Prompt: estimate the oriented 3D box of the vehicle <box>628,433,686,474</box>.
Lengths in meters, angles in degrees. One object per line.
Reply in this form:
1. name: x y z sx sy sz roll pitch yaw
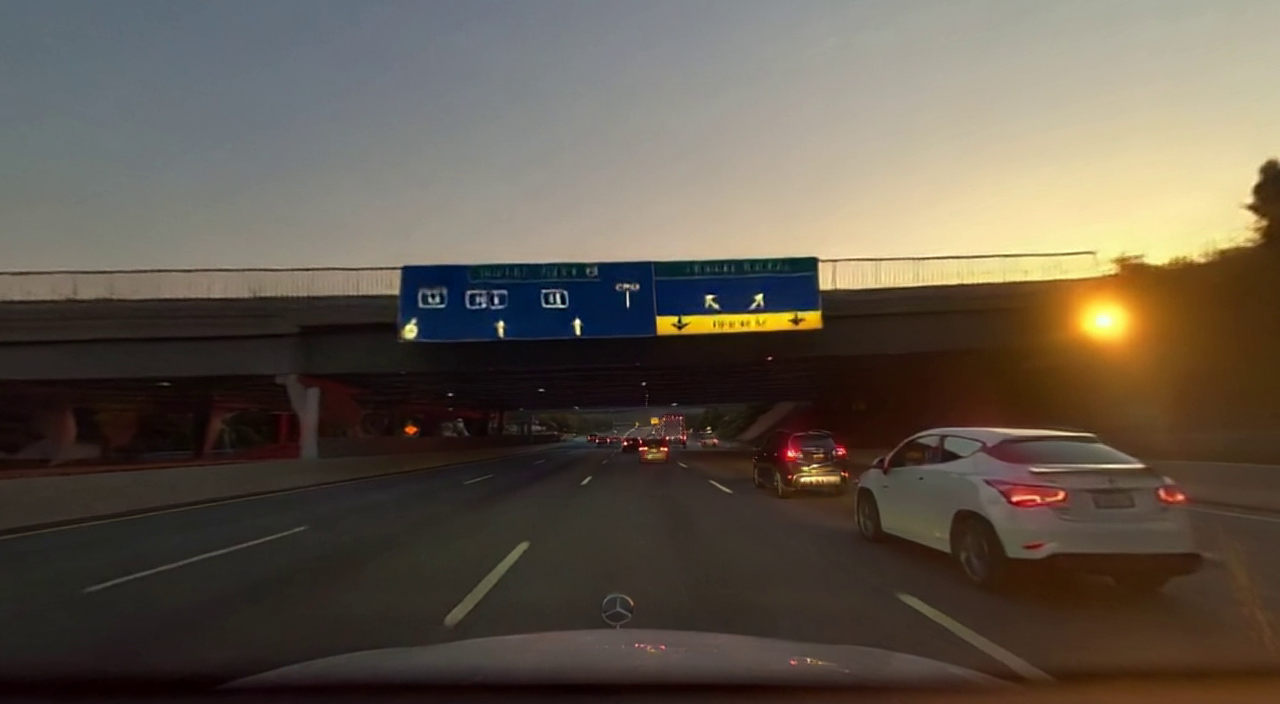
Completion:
1. vehicle: 0.585 3.932 24.615 2.046 1.467 3.844 0 -8 -2
